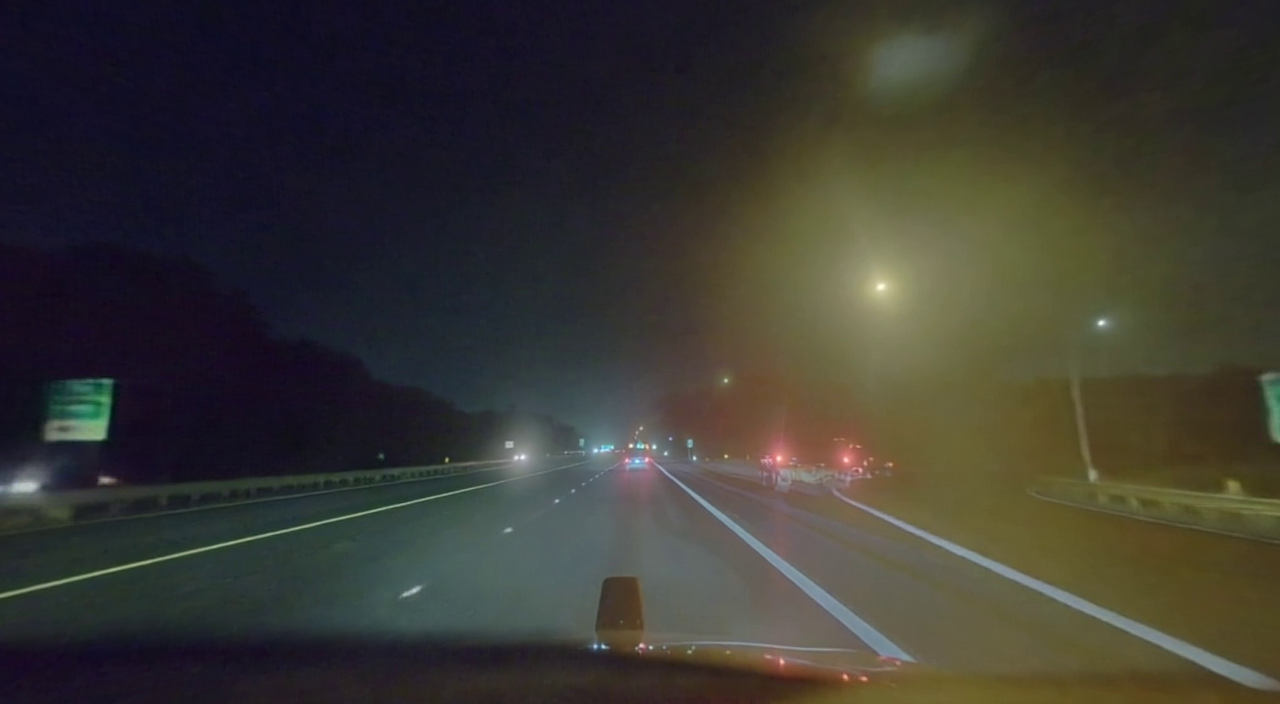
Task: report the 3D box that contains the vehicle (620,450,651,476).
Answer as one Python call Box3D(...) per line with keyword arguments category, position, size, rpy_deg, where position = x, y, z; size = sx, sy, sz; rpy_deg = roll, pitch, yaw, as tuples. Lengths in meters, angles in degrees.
Box3D(category="vehicle", position=(-0.233, 6.576, 37.676), size=(1.695, 1.437, 3.506), rpy_deg=(0, -9, 2))
